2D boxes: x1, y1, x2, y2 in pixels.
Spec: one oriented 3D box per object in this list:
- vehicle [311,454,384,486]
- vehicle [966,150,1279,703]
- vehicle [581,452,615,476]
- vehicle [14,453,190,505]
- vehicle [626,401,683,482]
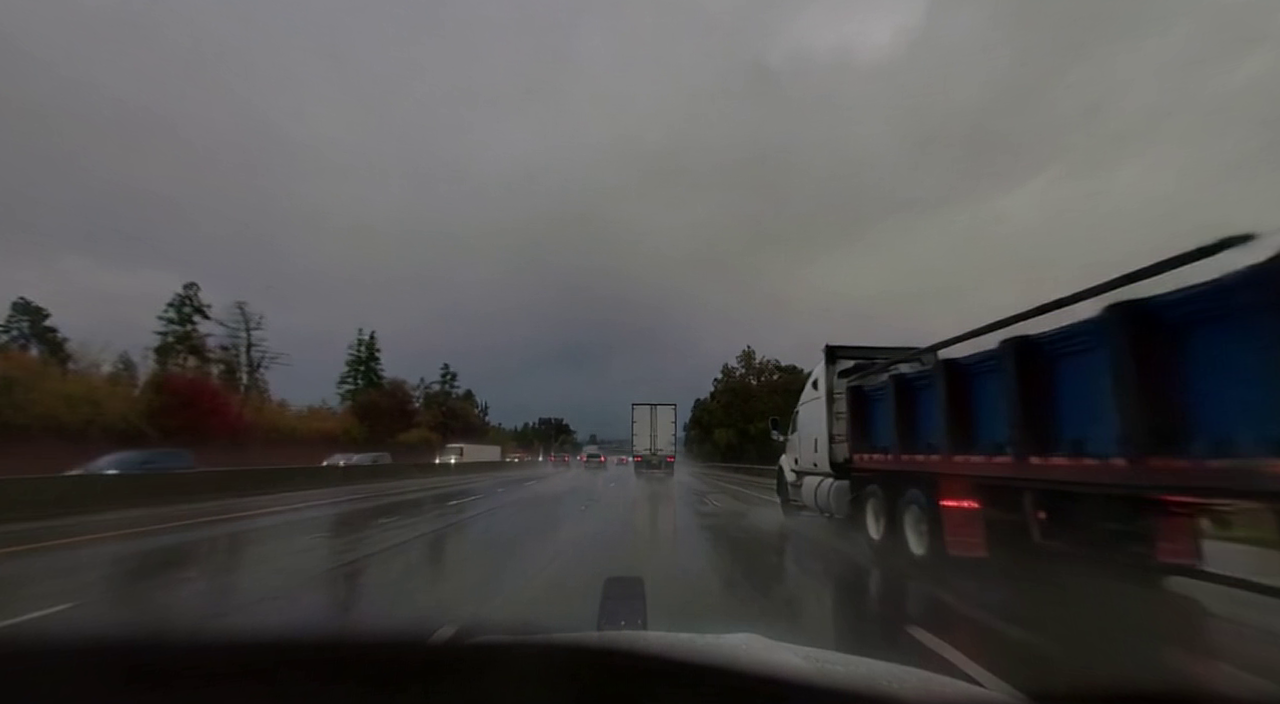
[{"bbox_3d":[-14.219,5.727,30.854,1.790,1.434,3.534,0,-9,1],"label":"vehicle"},{"bbox_3d":[4.634,0.574,4.365,2.565,2.902,3.798,0,-9,0],"label":"vehicle"},{"bbox_3d":[-2.889,7.809,44.246,2.061,1.555,3.900,0,-9,0],"label":"vehicle"},{"bbox_3d":[-18.408,4.326,21.944,2.081,1.575,4.555,0,-9,0],"label":"vehicle"},{"bbox_3d":[0.660,5.454,37.993,2.875,4.056,12.312,0,-9,0],"label":"vehicle"}]
